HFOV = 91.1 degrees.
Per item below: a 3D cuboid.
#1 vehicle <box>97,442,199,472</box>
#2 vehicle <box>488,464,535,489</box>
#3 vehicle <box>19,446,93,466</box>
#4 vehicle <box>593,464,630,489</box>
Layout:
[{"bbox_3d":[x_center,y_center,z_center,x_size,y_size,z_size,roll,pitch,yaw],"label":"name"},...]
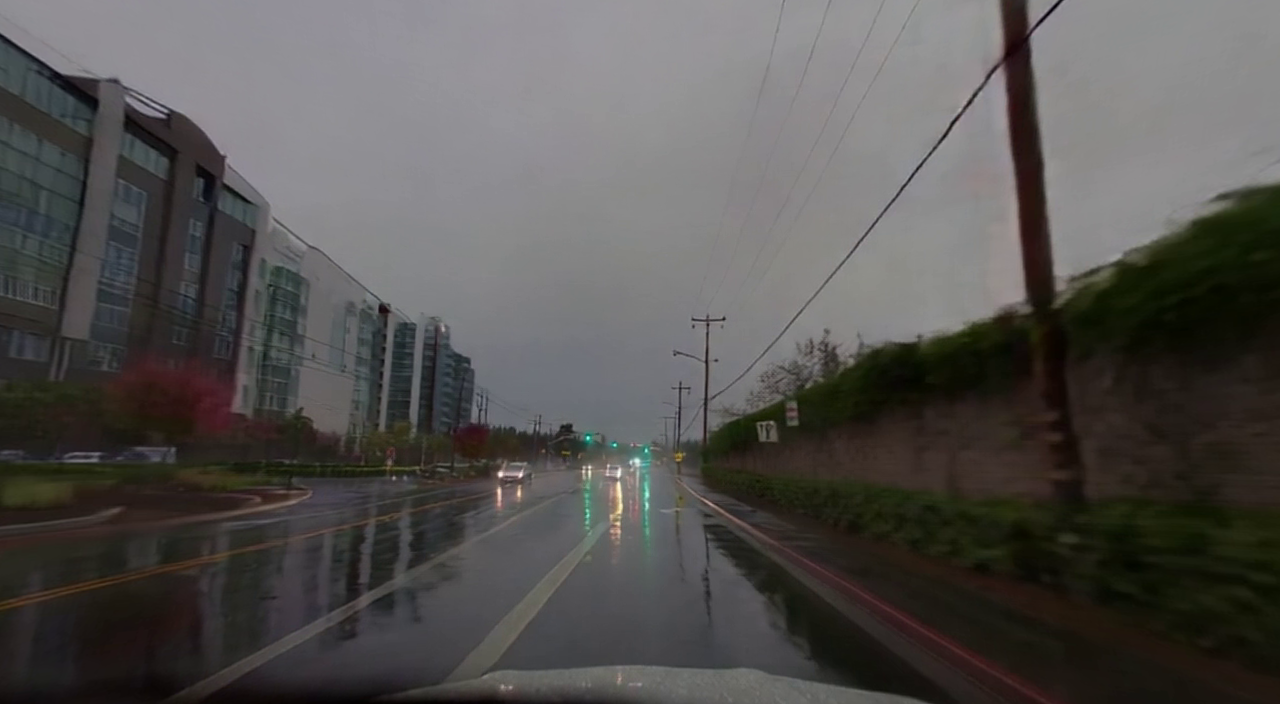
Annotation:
[{"bbox_3d":[-34.922,7.540,44.797,2.033,1.959,5.294,-3,-11,20],"label":"vehicle"},{"bbox_3d":[-8.278,8.066,40.831,1.979,1.499,4.666,0,-11,0],"label":"vehicle"},{"bbox_3d":[-46.337,8.277,49.902,1.714,1.464,3.804,-3,-11,18],"label":"vehicle"},{"bbox_3d":[-1.974,8.748,44.120,2.067,1.629,3.858,0,-11,5],"label":"vehicle"}]
